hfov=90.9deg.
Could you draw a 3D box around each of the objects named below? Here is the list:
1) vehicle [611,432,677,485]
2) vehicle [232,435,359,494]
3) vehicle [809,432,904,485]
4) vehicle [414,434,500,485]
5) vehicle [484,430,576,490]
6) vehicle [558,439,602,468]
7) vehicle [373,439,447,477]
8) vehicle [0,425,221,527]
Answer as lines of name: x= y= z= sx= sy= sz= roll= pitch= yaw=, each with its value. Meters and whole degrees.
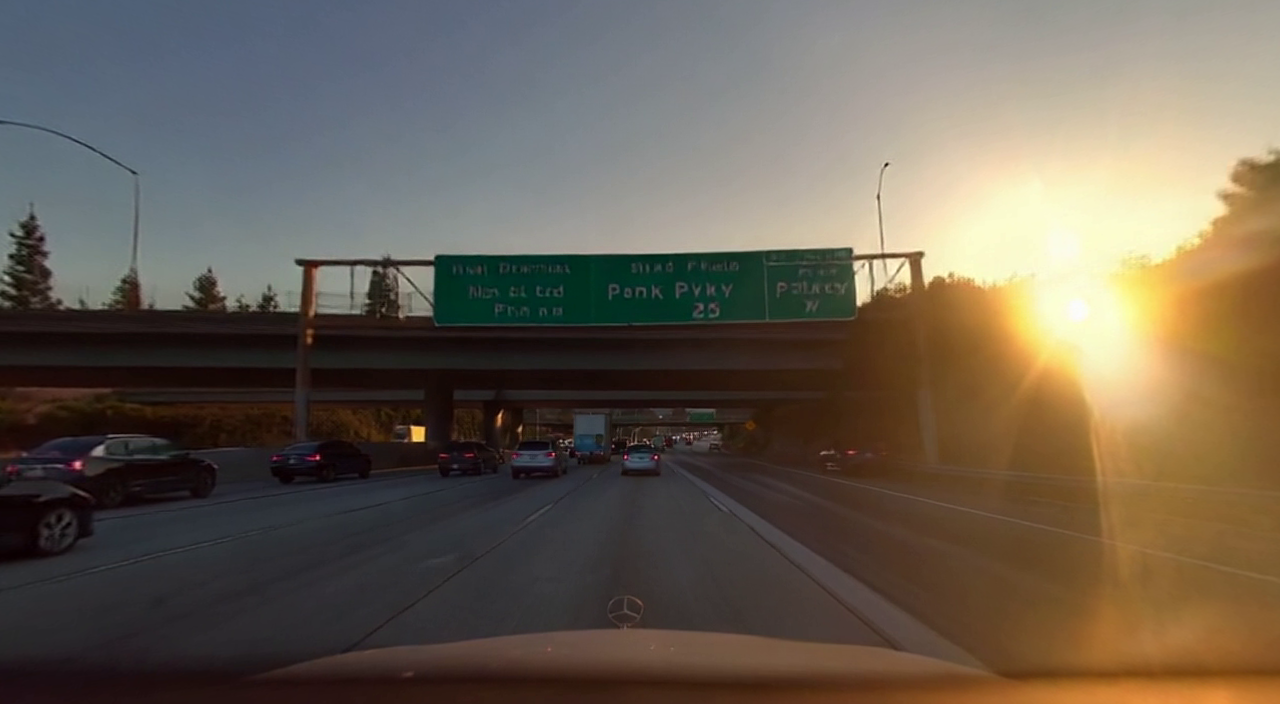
vehicle: x=0.153 y=3.824 z=22.868 sx=2.180 sy=1.716 sz=3.920 roll=0 pitch=-8 yaw=1
vehicle: x=-10.962 y=3.591 z=20.447 sx=1.863 sy=1.696 sz=3.885 roll=0 pitch=-8 yaw=1
vehicle: x=7.729 y=3.838 z=23.038 sx=2.026 sy=1.718 sz=4.522 roll=-1 pitch=-8 yaw=3
vehicle: x=-6.938 y=4.093 z=24.379 sx=1.998 sy=1.770 sz=4.222 roll=0 pitch=-8 yaw=1
vehicle: x=-3.563 y=3.594 z=21.385 sx=2.125 sy=1.792 sz=4.466 roll=0 pitch=-8 yaw=2
vehicle: x=-3.656 y=6.281 z=39.167 sx=2.243 sy=1.683 sz=4.178 roll=0 pitch=-8 yaw=1
vehicle: x=-10.812 y=5.008 z=30.005 sx=1.894 sy=1.669 sz=4.251 roll=0 pitch=-8 yaw=0
vehicle: x=-11.214 y=2.478 z=13.171 sx=1.871 sy=1.747 sz=4.342 roll=0 pitch=-8 yaw=0
